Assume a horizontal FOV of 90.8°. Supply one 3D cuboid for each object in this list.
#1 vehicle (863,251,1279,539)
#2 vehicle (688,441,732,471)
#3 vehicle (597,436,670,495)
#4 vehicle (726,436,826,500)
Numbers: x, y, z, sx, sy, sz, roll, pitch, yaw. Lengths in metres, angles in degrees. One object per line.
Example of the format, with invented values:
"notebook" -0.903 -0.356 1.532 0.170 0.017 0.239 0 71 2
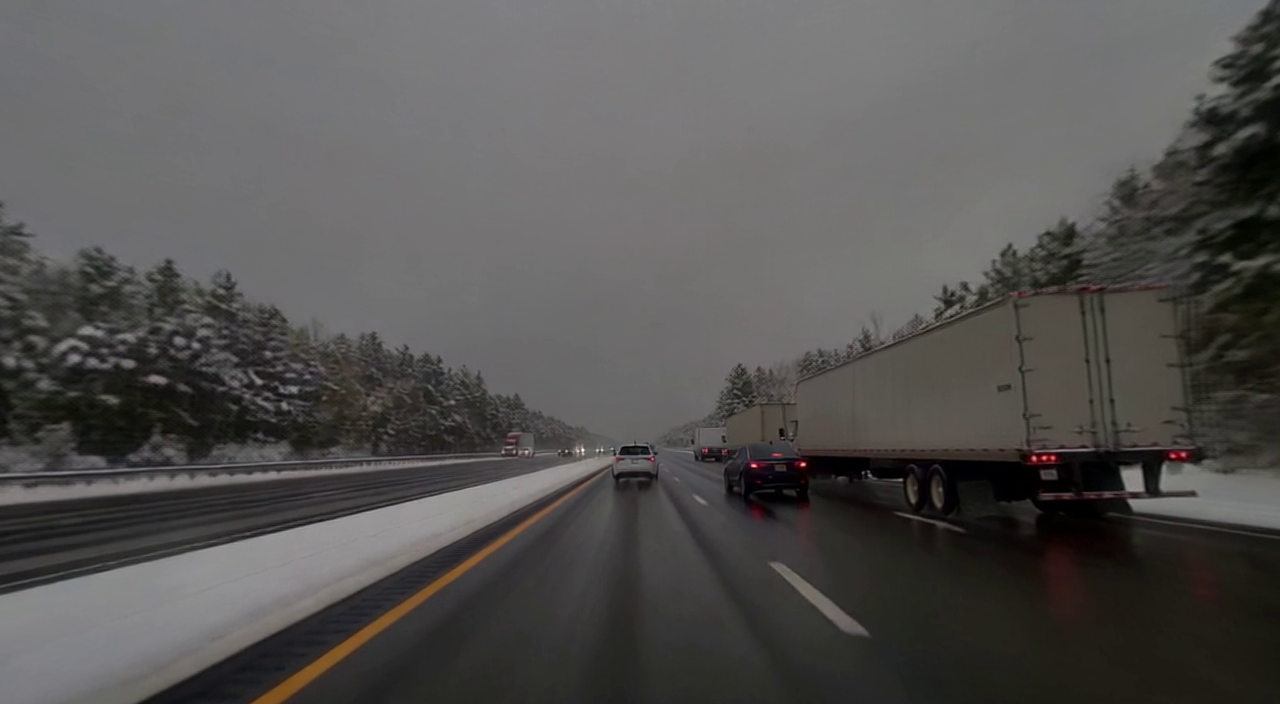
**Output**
"vehicle" 7.610 1.191 13.113 2.823 4.063 8.485 0 -9 0
"vehicle" 4.162 6.281 38.217 2.150 1.632 4.260 0 -9 0
"vehicle" -0.169 3.460 19.441 2.023 1.618 3.628 0 -9 0
"vehicle" 3.698 3.220 17.870 1.920 1.594 3.867 0 -9 -1
